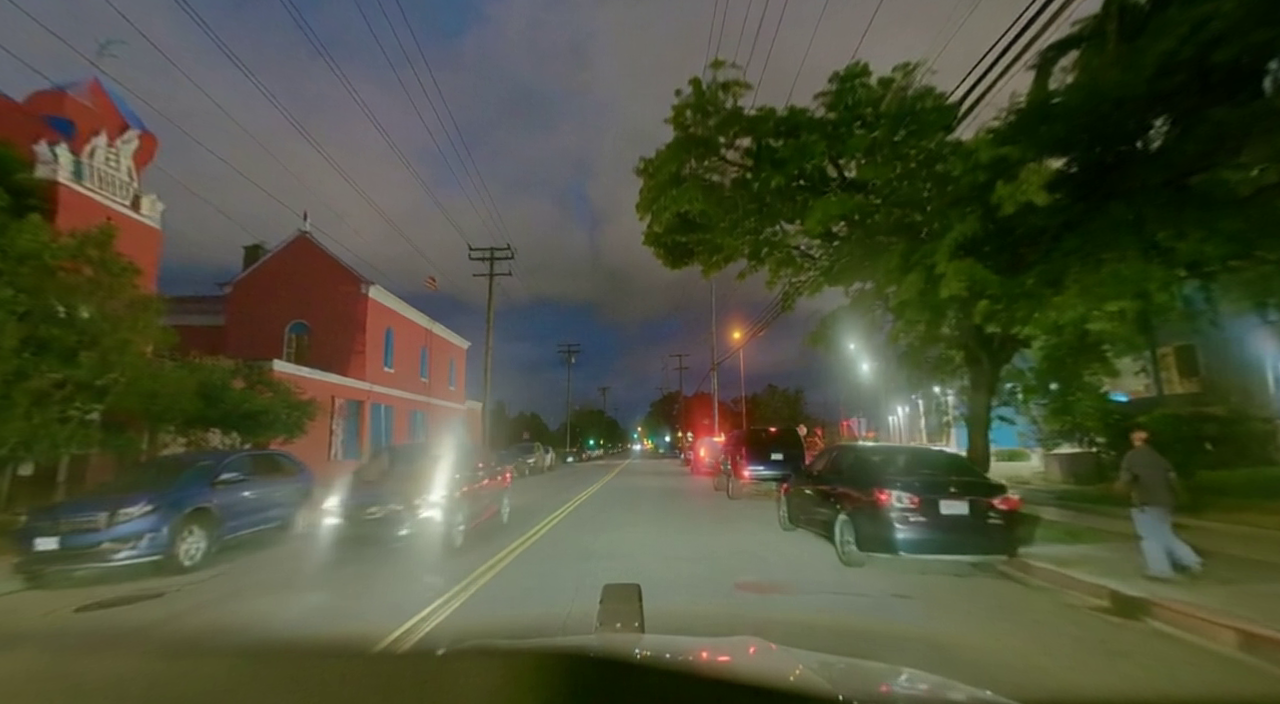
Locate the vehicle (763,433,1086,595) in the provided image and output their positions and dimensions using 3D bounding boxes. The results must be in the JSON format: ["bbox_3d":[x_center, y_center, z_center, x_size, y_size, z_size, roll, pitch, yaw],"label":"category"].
[{"bbox_3d":[3.080,1.841,8.163,1.966,1.471,4.552,0,-9,-1],"label":"vehicle"}]

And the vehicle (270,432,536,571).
[{"bbox_3d":[-2.996,1.998,9.258,2.036,1.515,4.437,-1,-9,2],"label":"vehicle"}]

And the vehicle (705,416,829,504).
[{"bbox_3d":[3.153,2.832,16.864,2.263,1.996,4.870,0,-9,0],"label":"vehicle"}]

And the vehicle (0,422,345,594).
[{"bbox_3d":[-6.329,2.017,9.054,2.140,1.746,4.385,-3,-8,0],"label":"vehicle"}]
